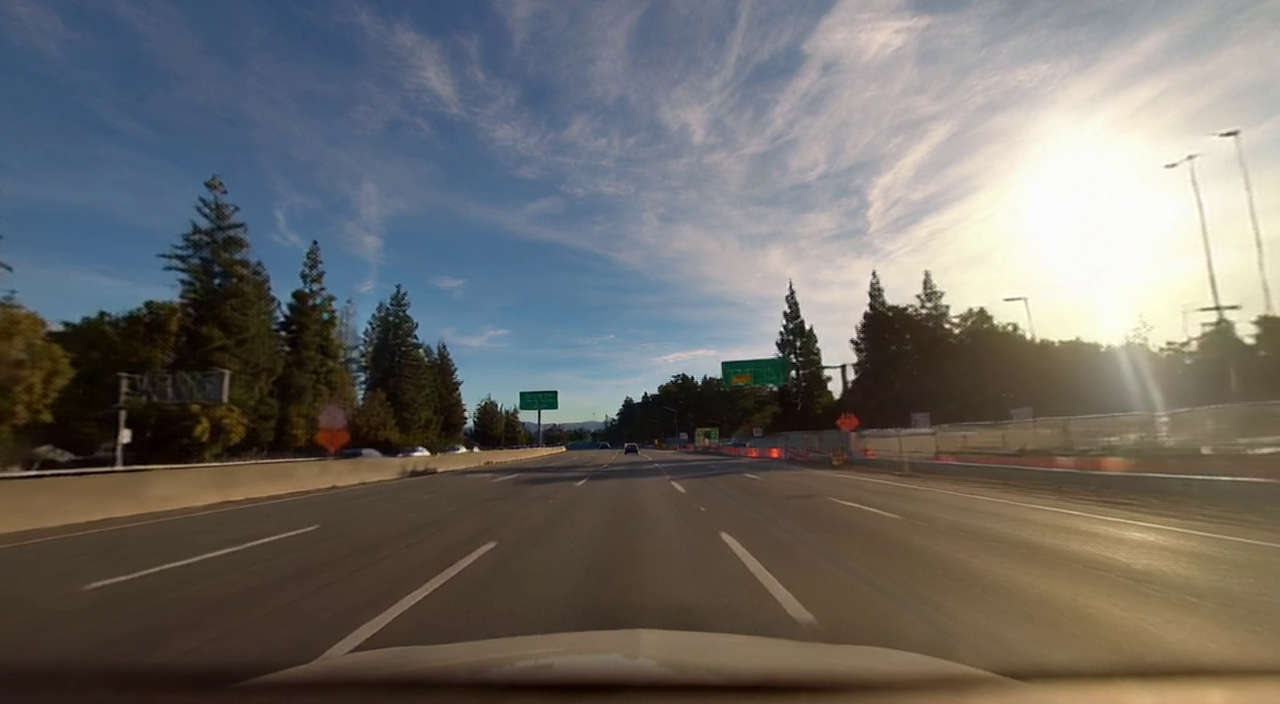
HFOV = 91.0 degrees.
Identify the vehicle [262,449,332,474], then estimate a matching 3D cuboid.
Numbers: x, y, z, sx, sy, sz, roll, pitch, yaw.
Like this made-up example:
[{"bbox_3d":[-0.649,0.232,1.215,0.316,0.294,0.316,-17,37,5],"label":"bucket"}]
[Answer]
[{"bbox_3d":[-22.237,7.115,41.024,1.924,1.477,4.785,0,-9,-1],"label":"vehicle"}]
